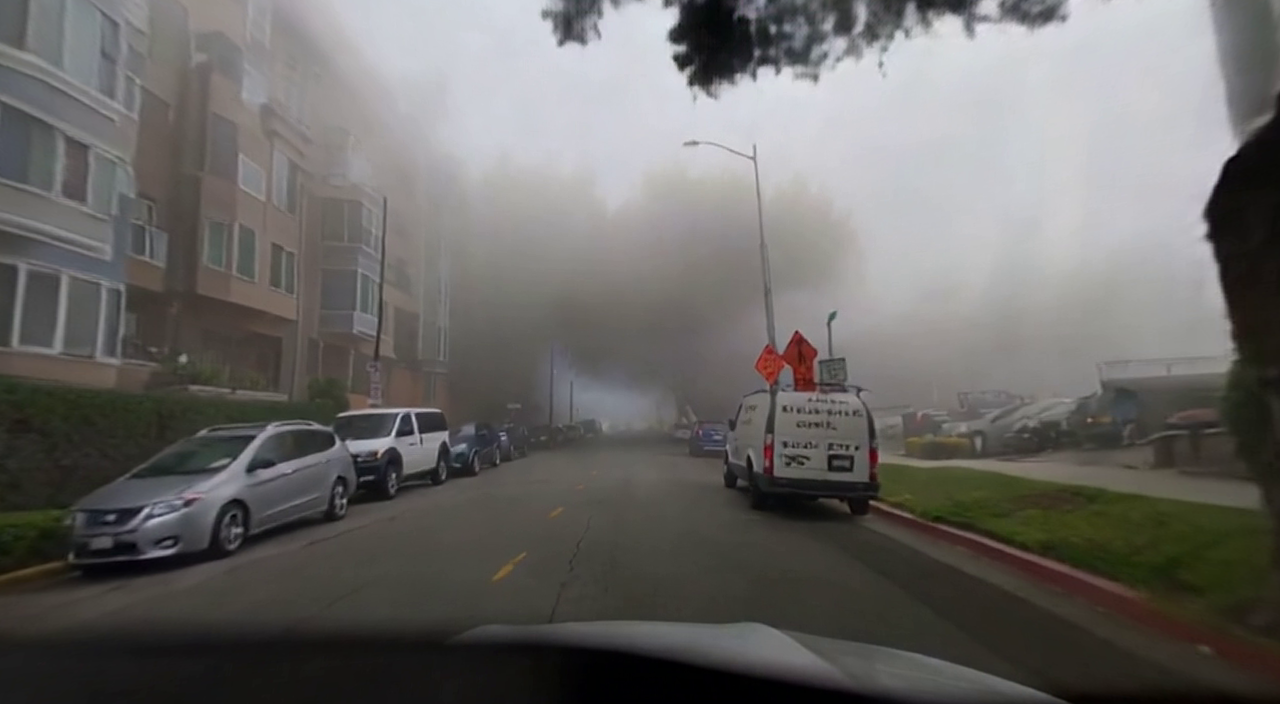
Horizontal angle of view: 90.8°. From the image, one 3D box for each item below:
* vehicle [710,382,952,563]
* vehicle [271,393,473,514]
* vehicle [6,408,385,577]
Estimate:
[{"bbox_3d":[2.708,1.633,10.617,2.259,2.119,5.281,0,-1,-2],"label":"vehicle"},{"bbox_3d":[-5.536,2.228,14.171,2.196,2.059,5.748,-2,-8,-2],"label":"vehicle"},{"bbox_3d":[-5.539,1.762,8.894,1.838,1.725,4.660,0,-8,2],"label":"vehicle"}]
